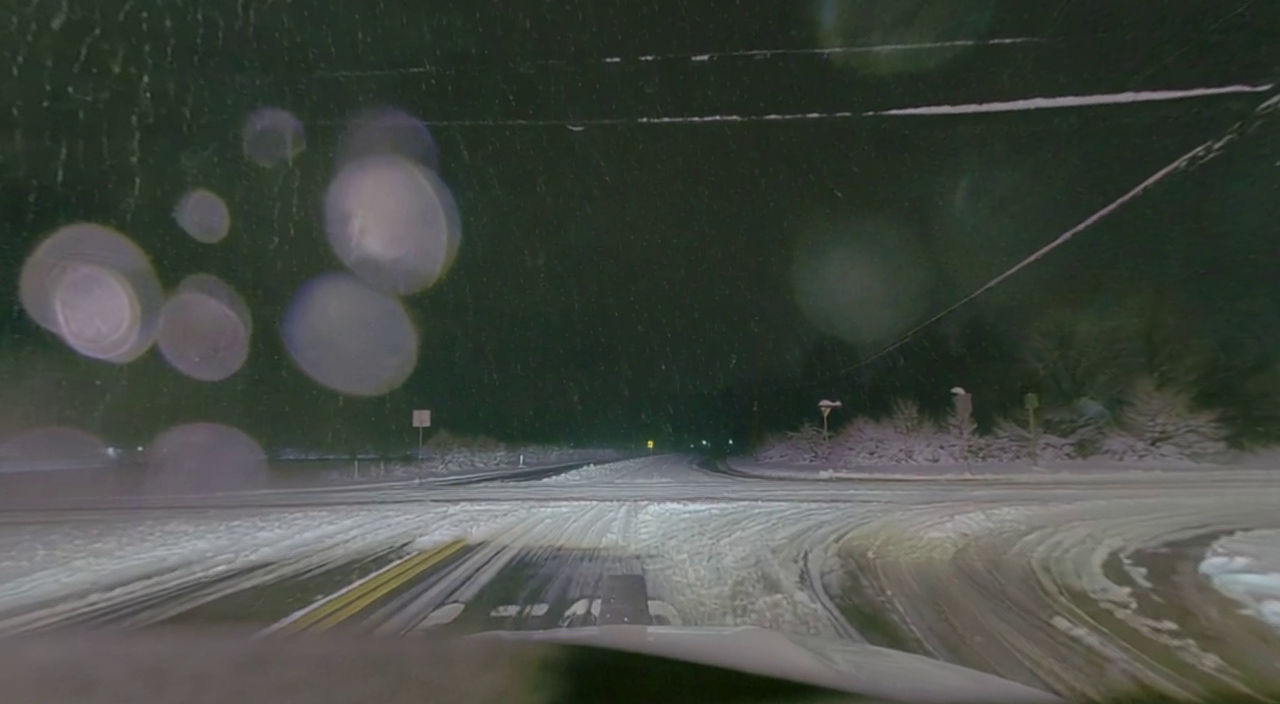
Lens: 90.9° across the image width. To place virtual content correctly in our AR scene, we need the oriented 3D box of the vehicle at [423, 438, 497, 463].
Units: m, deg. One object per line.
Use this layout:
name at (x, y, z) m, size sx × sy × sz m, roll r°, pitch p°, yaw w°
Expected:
vehicle at (-12.655, 6.952, 44.543) m, size 4.590 × 1.735 × 1.973 m, roll 0°, pitch -9°, yaw 3°
